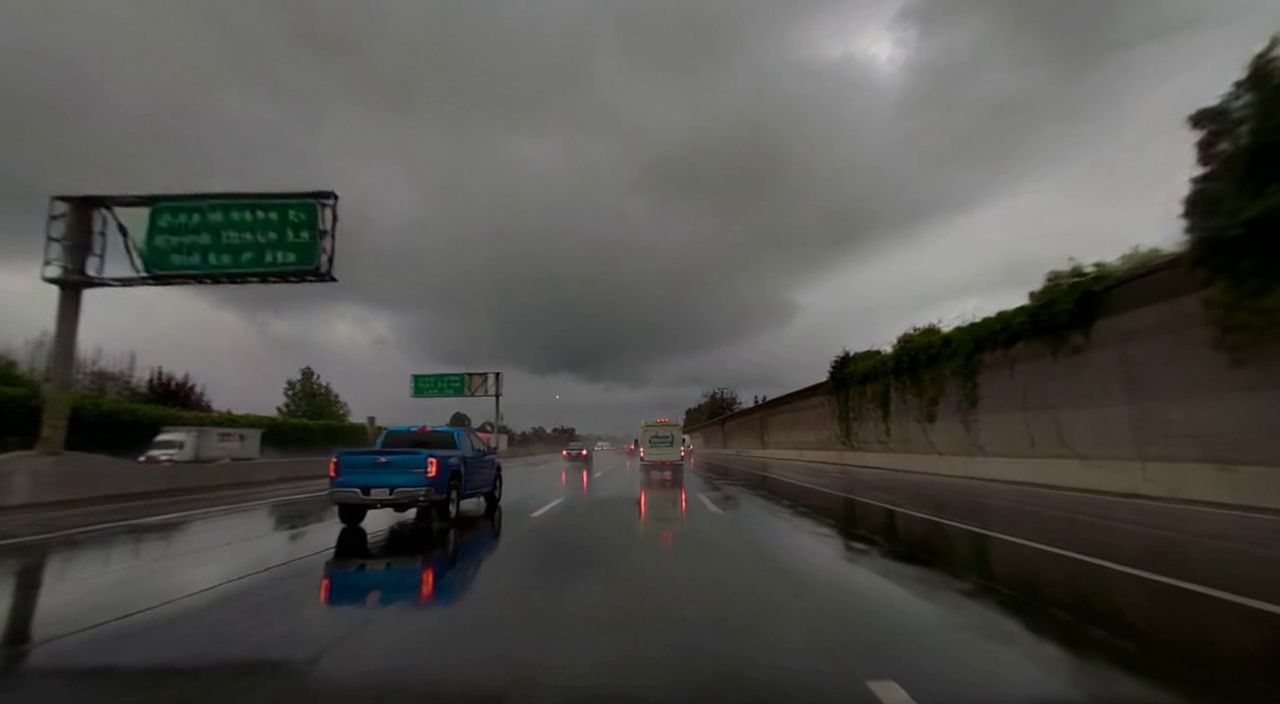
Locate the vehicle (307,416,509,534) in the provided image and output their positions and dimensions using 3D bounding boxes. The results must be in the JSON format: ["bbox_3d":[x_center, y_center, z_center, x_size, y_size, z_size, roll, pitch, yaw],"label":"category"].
[{"bbox_3d":[-4.132,2.289,12.385,1.954,1.792,5.187,0,-9,0],"label":"vehicle"}]

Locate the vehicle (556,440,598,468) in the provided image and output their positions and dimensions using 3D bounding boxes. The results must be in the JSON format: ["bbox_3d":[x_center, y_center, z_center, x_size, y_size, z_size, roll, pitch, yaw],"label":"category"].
[{"bbox_3d":[-3.787,6.230,38.556,1.961,1.591,4.756,0,-9,1],"label":"vehicle"}]

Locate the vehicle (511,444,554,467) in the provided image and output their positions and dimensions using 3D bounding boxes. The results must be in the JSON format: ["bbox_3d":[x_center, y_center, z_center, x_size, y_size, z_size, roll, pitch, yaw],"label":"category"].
[{"bbox_3d":[-7.394,7.174,43.937,2.081,1.463,4.749,0,-9,1],"label":"vehicle"}]

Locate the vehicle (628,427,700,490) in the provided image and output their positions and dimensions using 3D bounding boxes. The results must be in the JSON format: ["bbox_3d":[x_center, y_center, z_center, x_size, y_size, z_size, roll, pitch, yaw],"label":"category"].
[{"bbox_3d":[0.700,3.442,20.714,2.083,1.792,4.782,0,-9,0],"label":"vehicle"}]

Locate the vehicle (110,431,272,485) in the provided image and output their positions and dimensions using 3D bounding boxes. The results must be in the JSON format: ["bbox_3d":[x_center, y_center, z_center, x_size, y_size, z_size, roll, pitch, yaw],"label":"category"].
[{"bbox_3d":[-16.159,3.842,23.129,2.058,1.758,4.937,-1,-9,3],"label":"vehicle"}]
